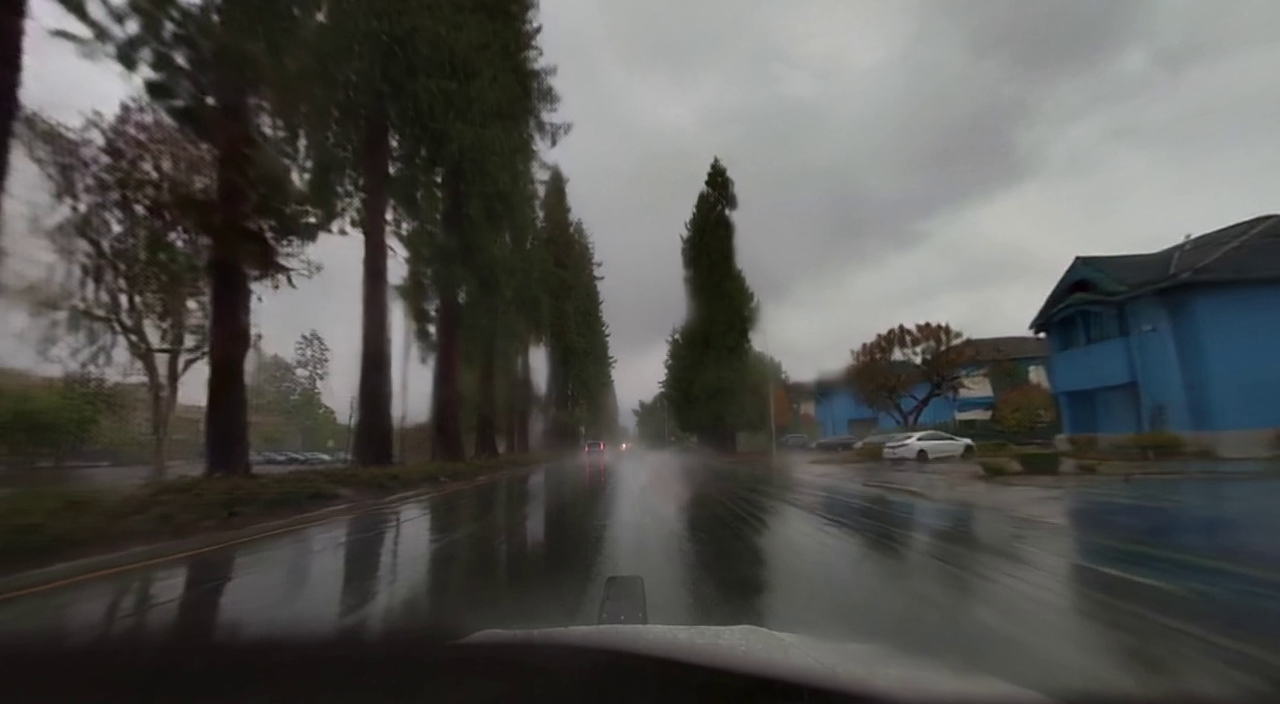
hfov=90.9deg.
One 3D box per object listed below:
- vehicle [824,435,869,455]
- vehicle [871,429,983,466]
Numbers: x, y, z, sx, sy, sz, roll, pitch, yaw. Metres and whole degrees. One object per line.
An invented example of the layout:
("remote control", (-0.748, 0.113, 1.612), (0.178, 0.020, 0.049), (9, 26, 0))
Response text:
("vehicle", (16.050, 7.298, 49.295), (1.968, 1.511, 4.497), (0, -9, 0))
("vehicle", (12.450, 4.144, 27.285), (4.630, 1.461, 1.817), (4, -9, -26))
